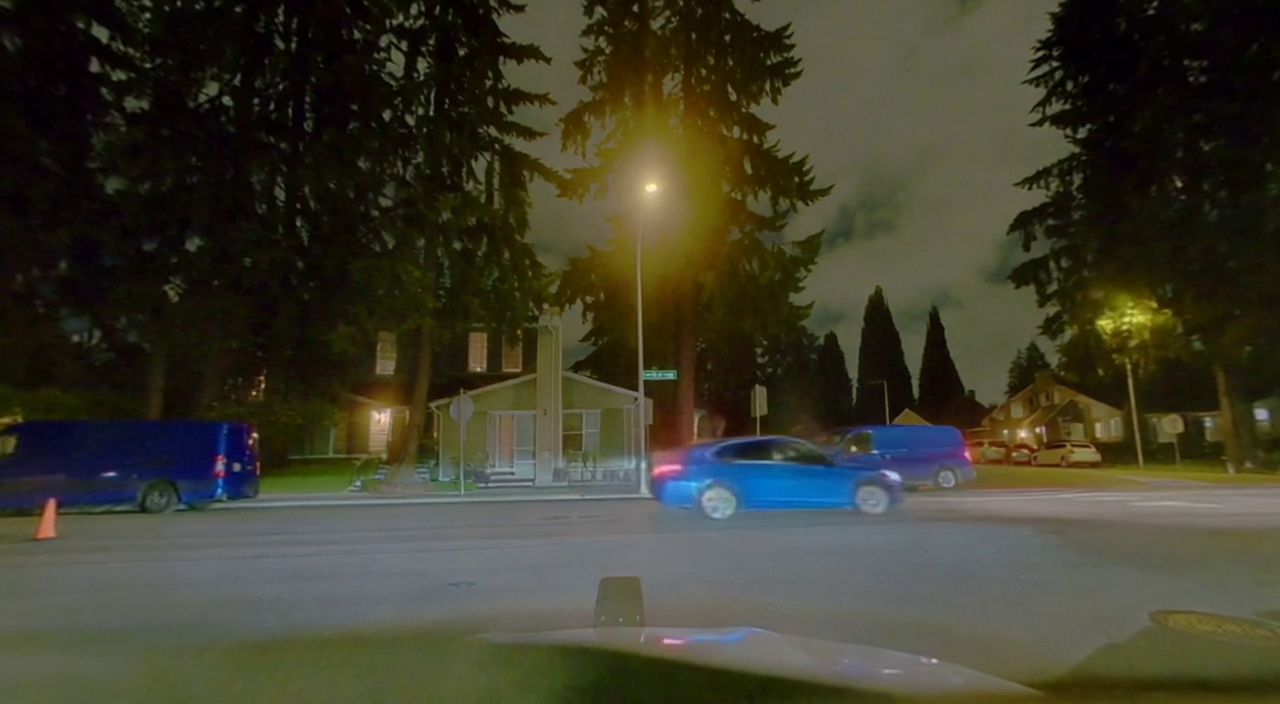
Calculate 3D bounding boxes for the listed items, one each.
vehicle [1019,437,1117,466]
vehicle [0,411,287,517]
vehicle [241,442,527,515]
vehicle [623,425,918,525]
[{"bbox_3d":[22.496,5.244,33.258,3.863,1.453,1.826,1,-8,-4],"label":"vehicle"},{"bbox_3d":[-14.254,3.051,16.933,7.824,2.323,2.863,-2,-10,-3],"label":"vehicle"},{"bbox_3d":[-6.637,3.381,17.387,6.643,1.777,2.925,1,-9,-5],"label":"vehicle"},{"bbox_3d":[2.078,2.109,11.176,4.684,1.556,2.087,1,-8,-4],"label":"vehicle"}]
